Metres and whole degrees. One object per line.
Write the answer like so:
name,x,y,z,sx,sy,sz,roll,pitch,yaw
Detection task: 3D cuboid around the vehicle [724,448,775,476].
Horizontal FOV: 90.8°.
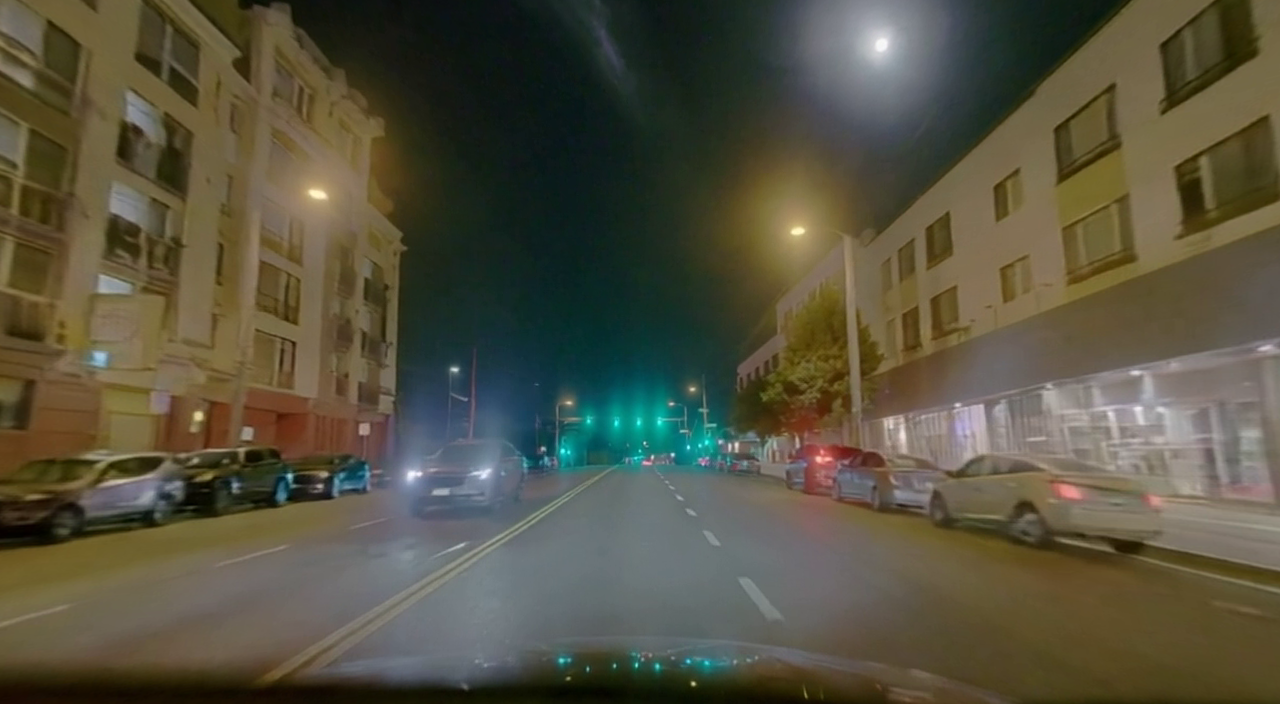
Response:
vehicle,6.144,6.218,36.039,1.902,1.484,4.714,0,-8,-2

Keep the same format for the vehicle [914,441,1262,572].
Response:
vehicle,6.185,2.121,9.661,1.837,1.482,4.706,0,-8,0

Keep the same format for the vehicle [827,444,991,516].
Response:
vehicle,6.261,2.988,15.377,1.966,1.472,4.363,0,-8,-2

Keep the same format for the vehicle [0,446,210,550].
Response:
vehicle,-10.193,2.507,11.562,1.812,1.531,3.934,0,-8,1

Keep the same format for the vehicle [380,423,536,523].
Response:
vehicle,-3.514,2.405,13.122,1.980,1.718,4.120,0,-8,0

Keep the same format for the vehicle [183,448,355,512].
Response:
vehicle,-9.960,3.430,17.518,1.886,1.493,4.689,0,-8,1
